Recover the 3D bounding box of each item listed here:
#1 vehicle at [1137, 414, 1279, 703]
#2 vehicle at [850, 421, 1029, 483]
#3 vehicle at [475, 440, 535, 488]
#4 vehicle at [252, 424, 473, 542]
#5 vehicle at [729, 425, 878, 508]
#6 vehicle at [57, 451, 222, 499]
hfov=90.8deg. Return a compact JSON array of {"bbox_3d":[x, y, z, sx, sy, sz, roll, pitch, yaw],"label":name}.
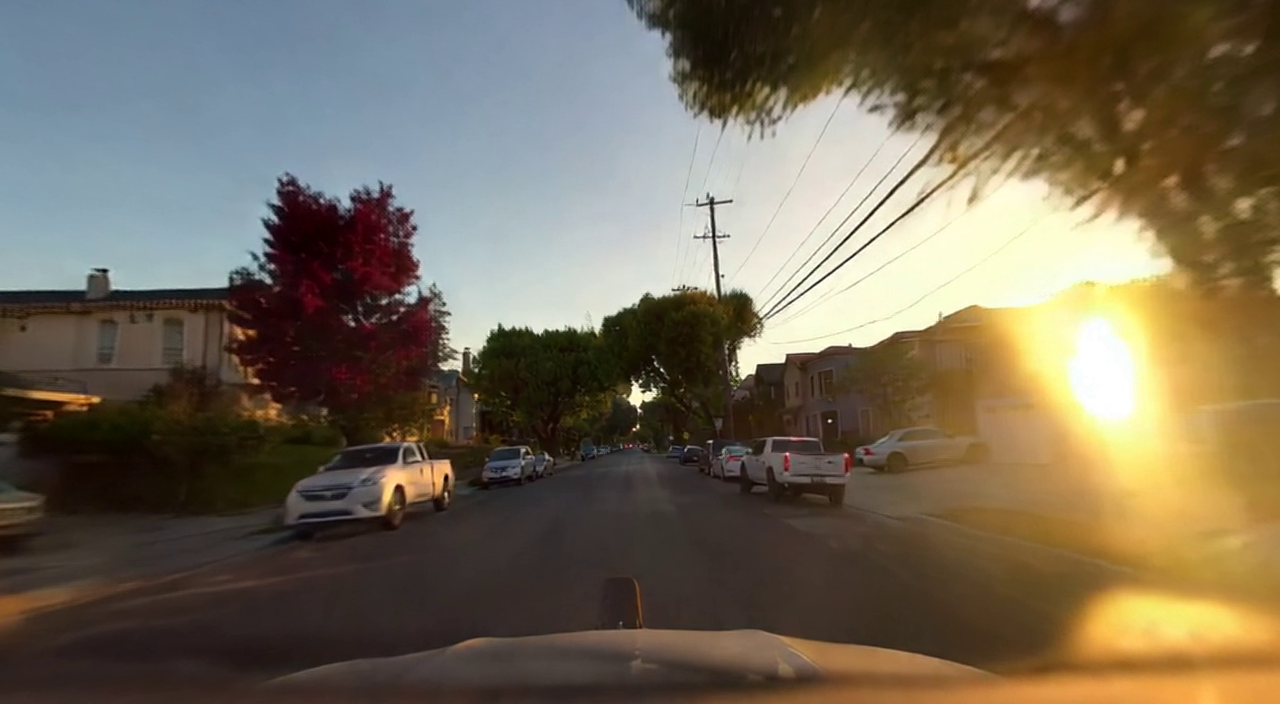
[{"bbox_3d":[4.244,0.823,1.587,2.051,1.479,4.758,0,-9,-1],"label":"vehicle"},{"bbox_3d":[10.637,3.573,22.747,5.376,1.914,1.988,-2,-8,-3],"label":"vehicle"},{"bbox_3d":[-5.838,4.850,27.842,2.046,1.825,4.627,-2,-8,-6],"label":"vehicle"},{"bbox_3d":[-5.525,2.661,13.781,2.285,1.895,5.883,-2,-8,-1],"label":"vehicle"},{"bbox_3d":[4.058,2.994,16.937,2.279,1.848,5.577,1,-9,-2],"label":"vehicle"},{"bbox_3d":[-17.665,4.341,22.463,4.184,1.620,1.852,0,-9,-1],"label":"vehicle"}]
